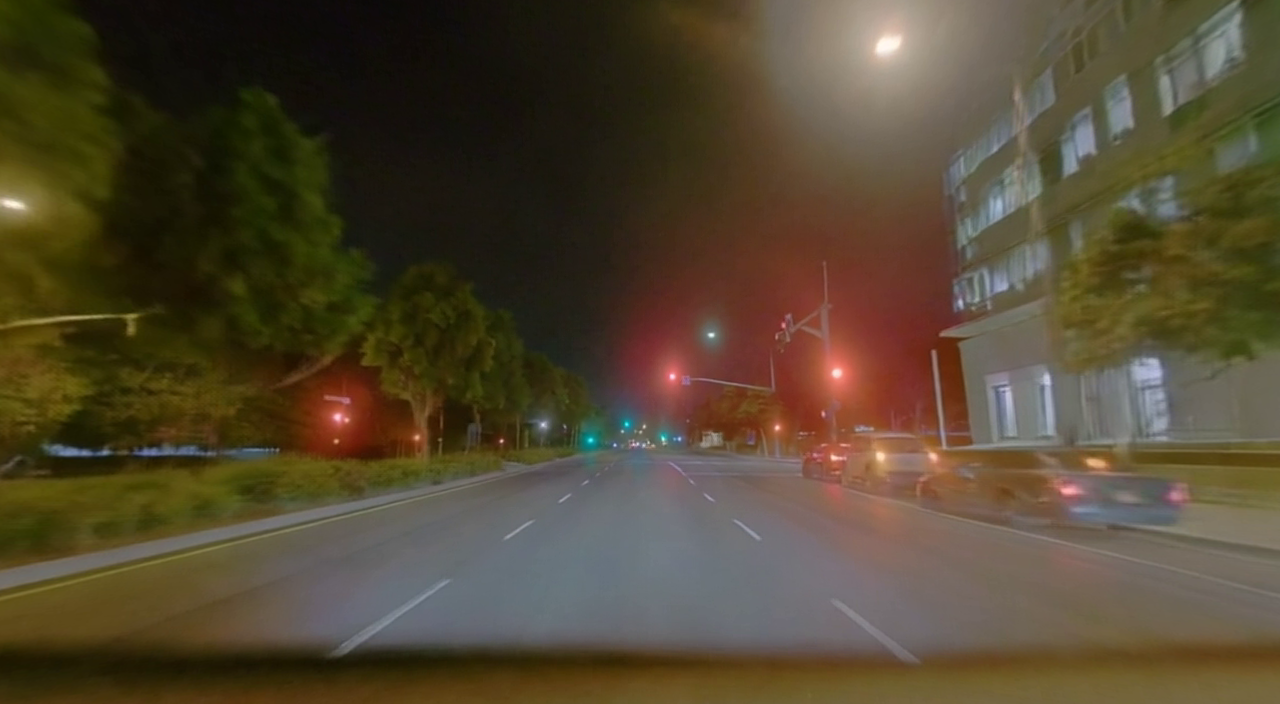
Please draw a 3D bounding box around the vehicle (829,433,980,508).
[{"bbox_3d":[6.687,3.027,16.666,1.980,1.675,4.854,0,-8,1],"label":"vehicle"}]

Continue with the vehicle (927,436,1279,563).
[{"bbox_3d":[6.554,2.090,9.873,1.847,1.472,4.846,0,-8,0],"label":"vehicle"}]
